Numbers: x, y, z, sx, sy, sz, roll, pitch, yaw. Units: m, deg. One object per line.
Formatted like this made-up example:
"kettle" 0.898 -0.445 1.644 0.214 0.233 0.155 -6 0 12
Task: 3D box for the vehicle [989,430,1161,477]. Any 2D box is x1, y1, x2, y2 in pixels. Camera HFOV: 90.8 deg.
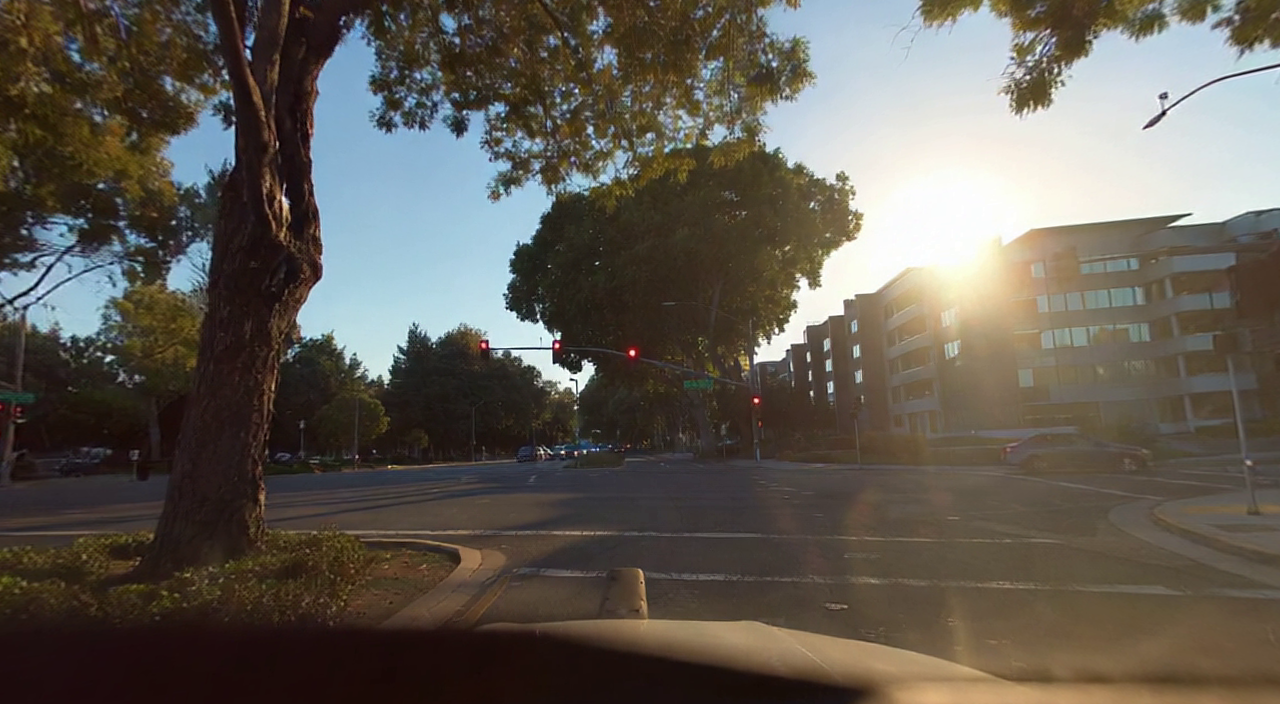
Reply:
"vehicle" 17.598 4.125 25.806 5.357 1.814 2.141 -1 -8 2
